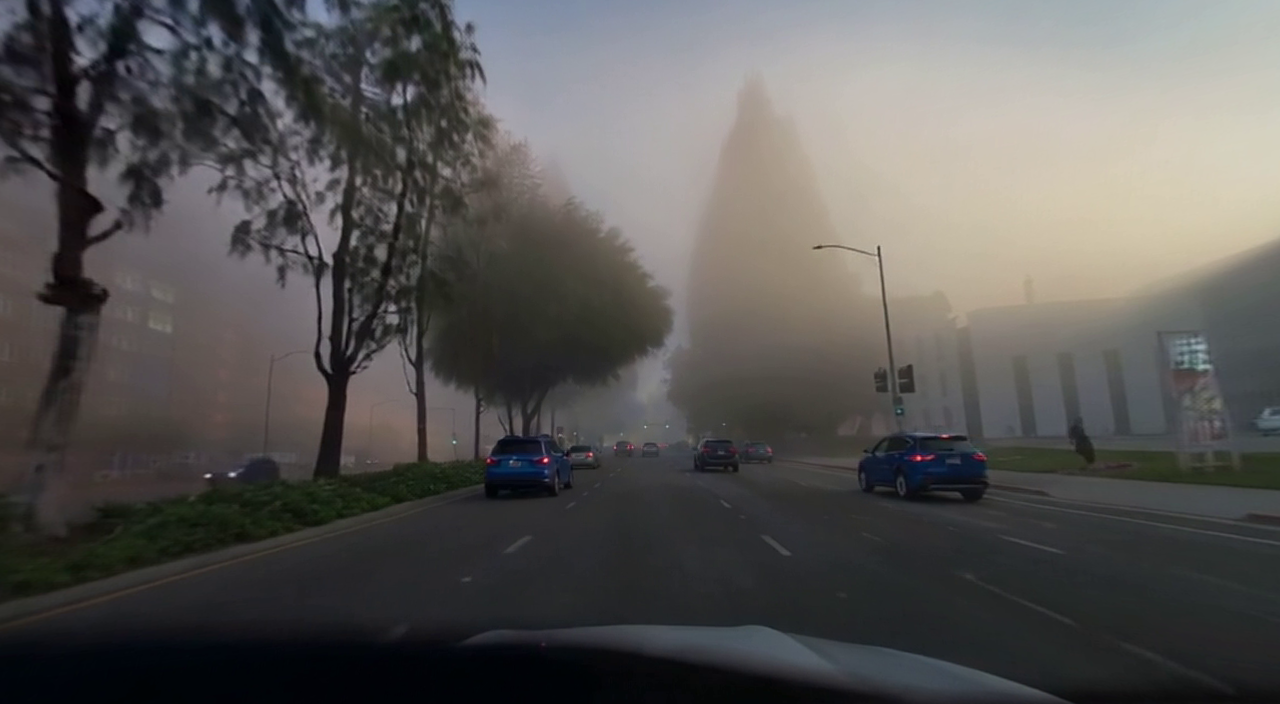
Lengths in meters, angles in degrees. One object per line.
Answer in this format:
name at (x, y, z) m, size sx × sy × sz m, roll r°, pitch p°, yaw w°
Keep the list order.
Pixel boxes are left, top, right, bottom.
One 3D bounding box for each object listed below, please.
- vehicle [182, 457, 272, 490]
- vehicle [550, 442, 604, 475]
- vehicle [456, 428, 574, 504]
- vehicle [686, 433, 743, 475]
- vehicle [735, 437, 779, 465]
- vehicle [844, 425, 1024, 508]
vehicle at (-23.147, 6.787, 35.583) m, size 1.983 × 1.494 × 4.832 m, roll -4°, pitch -9°, yaw -1°
vehicle at (-2.951, 5.122, 30.490) m, size 2.036 × 1.465 × 4.301 m, roll -1°, pitch -9°, yaw 2°
vehicle at (-3.092, 2.957, 16.700) m, size 2.141 × 1.719 × 4.379 m, roll 0°, pitch -9°, yaw 1°
vehicle at (3.465, 4.885, 30.252) m, size 2.178 × 1.804 × 4.766 m, roll 0°, pitch -9°, yaw 0°
vehicle at (7.728, 6.605, 42.057) m, size 2.076 × 1.793 × 4.464 m, roll 0°, pitch -9°, yaw 0°
vehicle at (6.707, 2.671, 15.086) m, size 2.088 × 1.666 × 4.512 m, roll 0°, pitch -9°, yaw -1°
